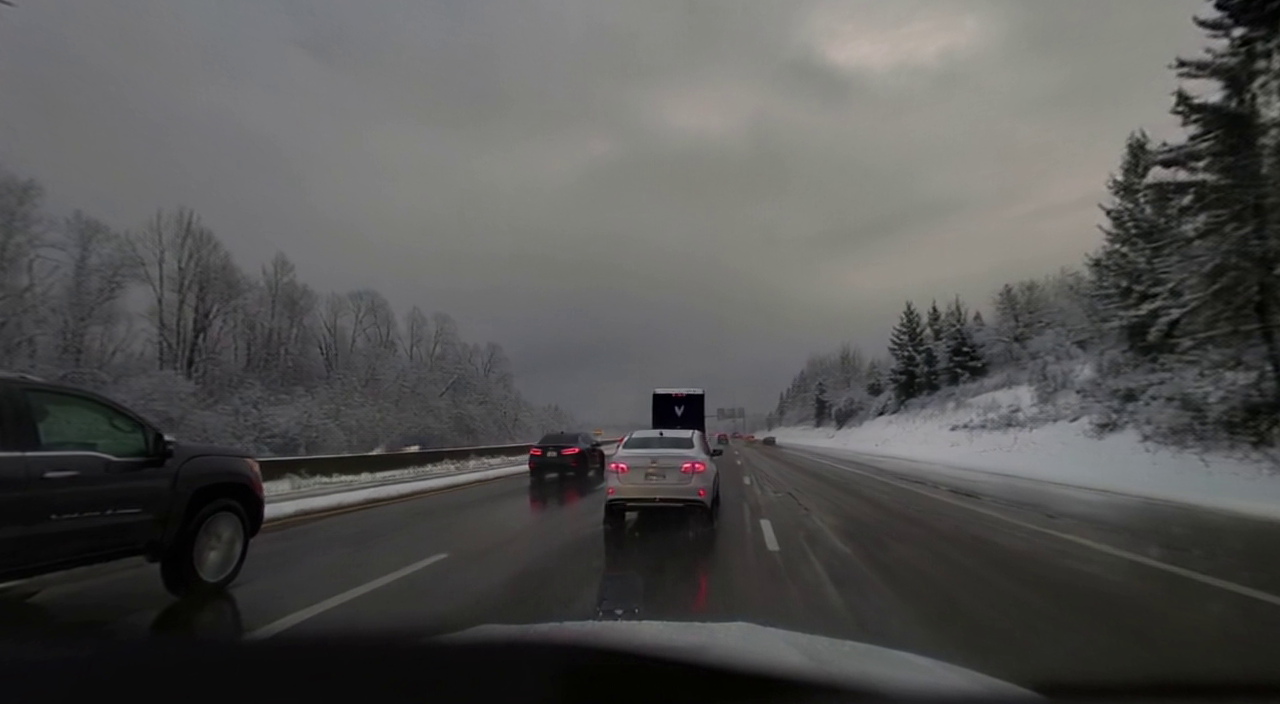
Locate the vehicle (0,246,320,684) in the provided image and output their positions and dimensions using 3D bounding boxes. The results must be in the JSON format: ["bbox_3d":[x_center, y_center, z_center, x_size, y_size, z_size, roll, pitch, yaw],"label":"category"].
[{"bbox_3d":[-4.799,0.631,3.537,2.386,2.435,5.831,-1,-8,7],"label":"vehicle"}]

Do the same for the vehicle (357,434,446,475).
[{"bbox_3d":[-9.634,4.138,25.740,1.797,1.531,3.799,-1,-8,7],"label":"vehicle"}]

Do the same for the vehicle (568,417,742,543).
[{"bbox_3d":[0.490,1.825,9.748,2.089,1.485,4.153,-1,-8,10],"label":"vehicle"}]

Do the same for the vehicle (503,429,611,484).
[{"bbox_3d":[-2.329,3.090,18.993,2.087,1.457,4.313,-1,-8,9],"label":"vehicle"}]
